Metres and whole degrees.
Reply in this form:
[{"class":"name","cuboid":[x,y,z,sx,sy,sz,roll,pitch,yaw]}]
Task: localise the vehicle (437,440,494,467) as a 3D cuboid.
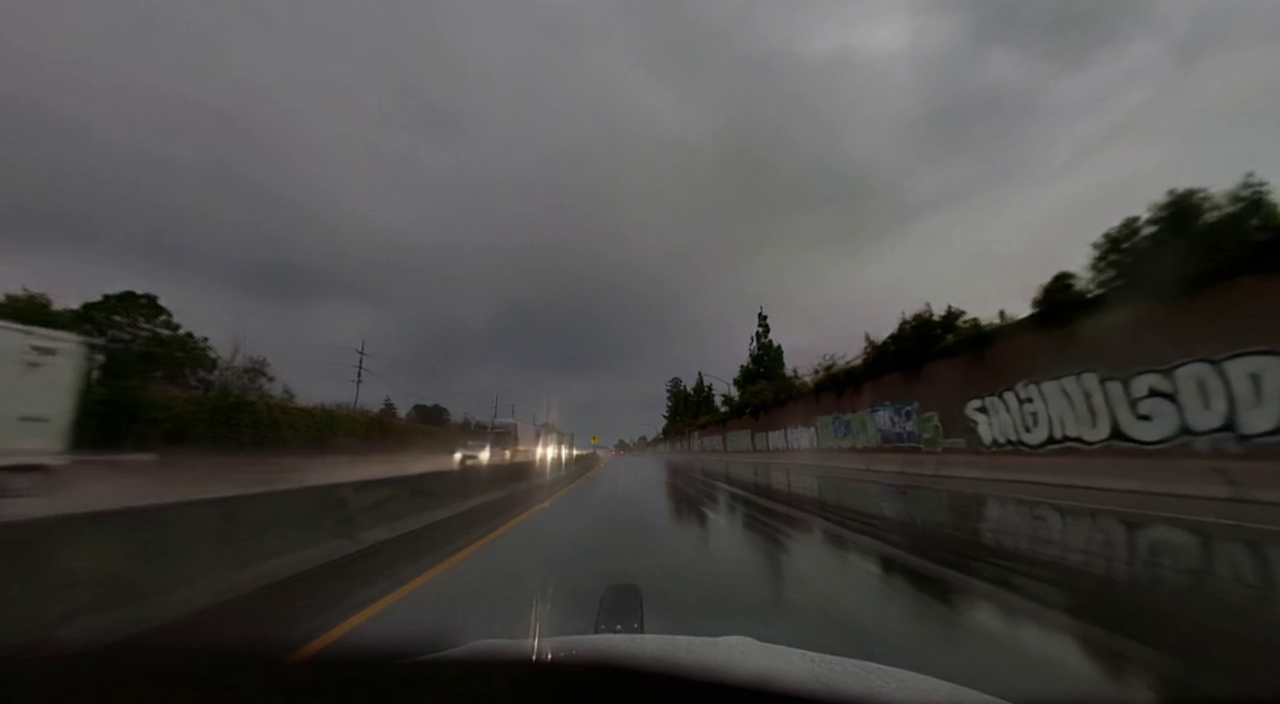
[{"class":"vehicle","cuboid":[-10.006,5.868,36.272,2.171,1.486,3.977,0,-9,-1]}]
